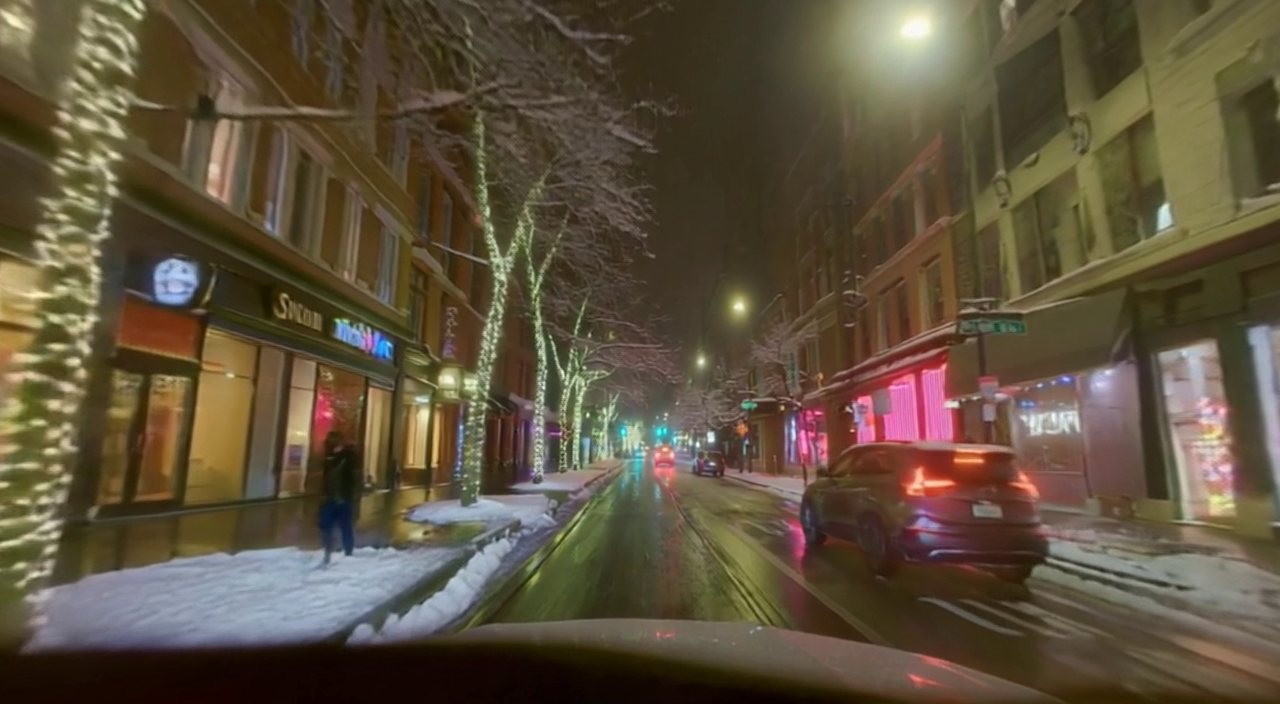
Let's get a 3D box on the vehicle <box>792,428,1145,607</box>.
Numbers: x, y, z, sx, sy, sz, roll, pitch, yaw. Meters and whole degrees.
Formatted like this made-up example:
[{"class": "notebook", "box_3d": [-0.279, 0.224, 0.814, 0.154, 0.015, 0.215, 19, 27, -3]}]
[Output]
[{"class": "vehicle", "box_3d": [3.442, 1.795, 7.826, 1.971, 1.559, 4.326, 0, -9, -1]}]
